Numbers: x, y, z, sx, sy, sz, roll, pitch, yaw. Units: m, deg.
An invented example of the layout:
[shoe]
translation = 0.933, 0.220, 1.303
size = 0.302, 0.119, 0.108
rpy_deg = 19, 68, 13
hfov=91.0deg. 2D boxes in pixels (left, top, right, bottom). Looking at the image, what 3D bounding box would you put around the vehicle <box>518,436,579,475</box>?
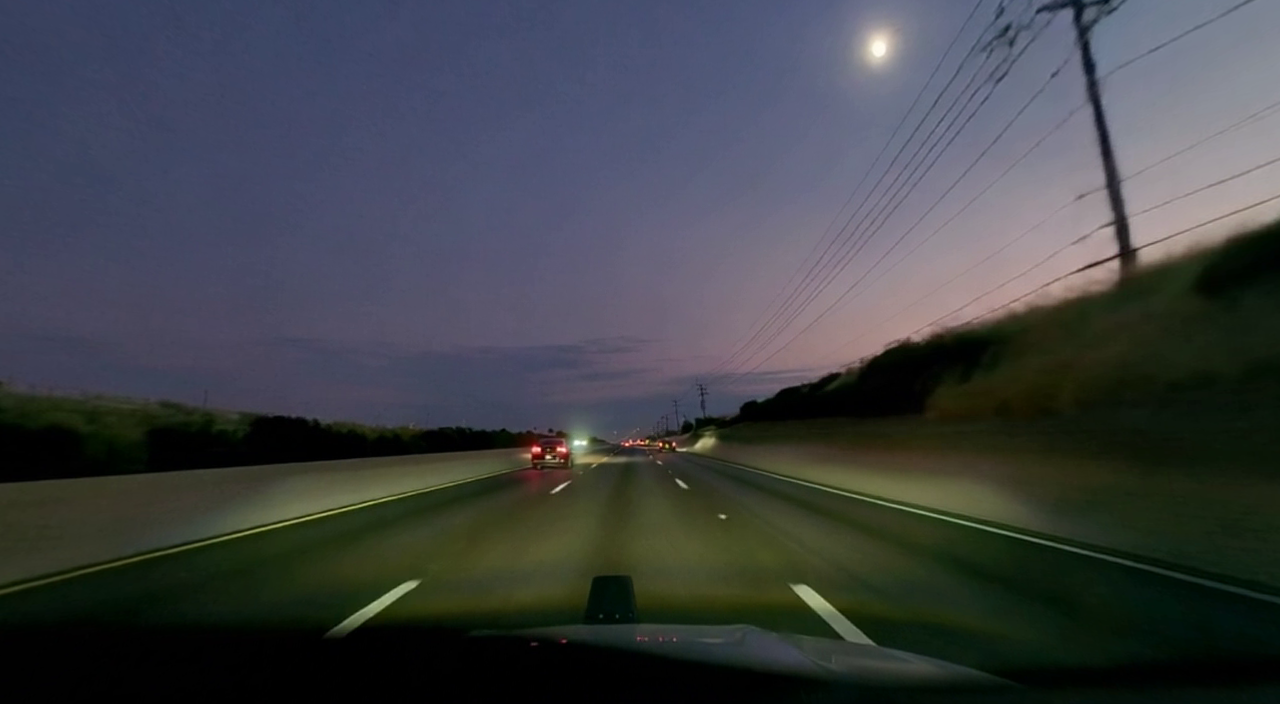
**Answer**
[vehicle]
translation = -4.019, 4.610, 28.381
size = 2.016, 1.543, 4.870
rpy_deg = 0, -8, 0
